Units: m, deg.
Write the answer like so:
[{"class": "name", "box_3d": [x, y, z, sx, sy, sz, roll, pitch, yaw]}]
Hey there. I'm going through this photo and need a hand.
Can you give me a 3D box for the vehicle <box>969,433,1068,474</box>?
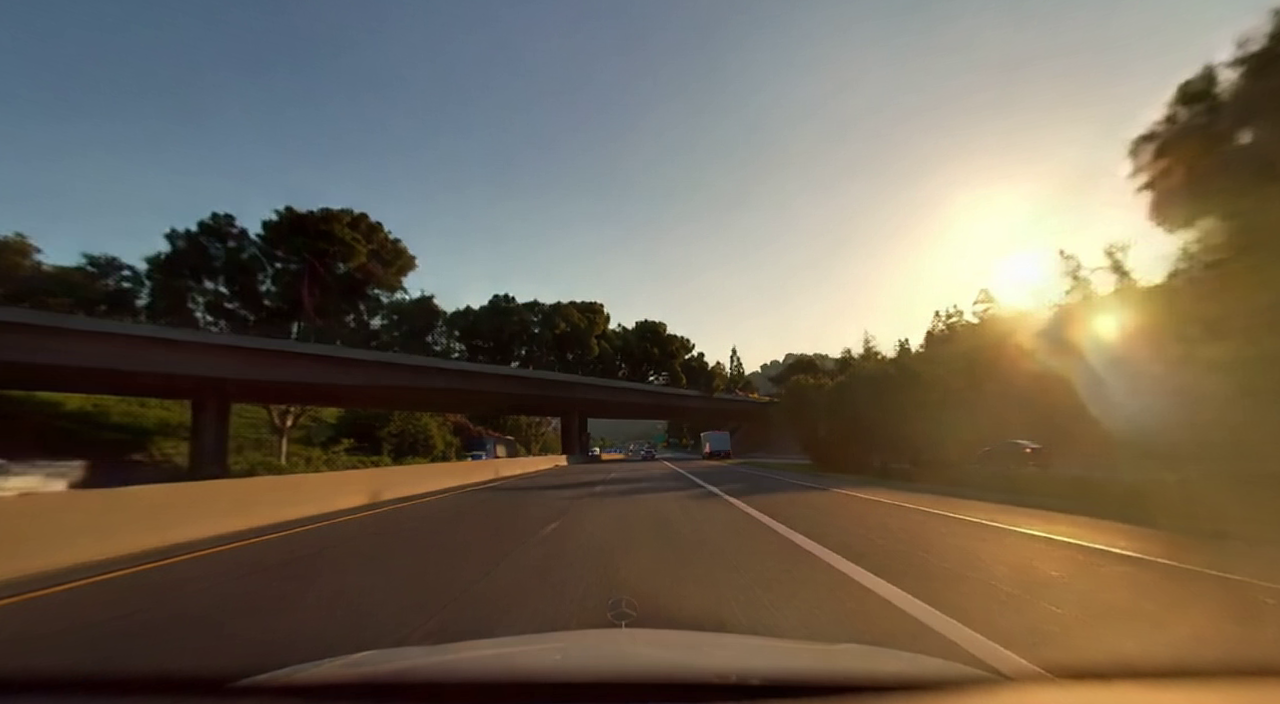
[{"class": "vehicle", "box_3d": [18.088, 4.889, 30.341, 2.038, 1.823, 3.744, 1, -9, -8]}]
